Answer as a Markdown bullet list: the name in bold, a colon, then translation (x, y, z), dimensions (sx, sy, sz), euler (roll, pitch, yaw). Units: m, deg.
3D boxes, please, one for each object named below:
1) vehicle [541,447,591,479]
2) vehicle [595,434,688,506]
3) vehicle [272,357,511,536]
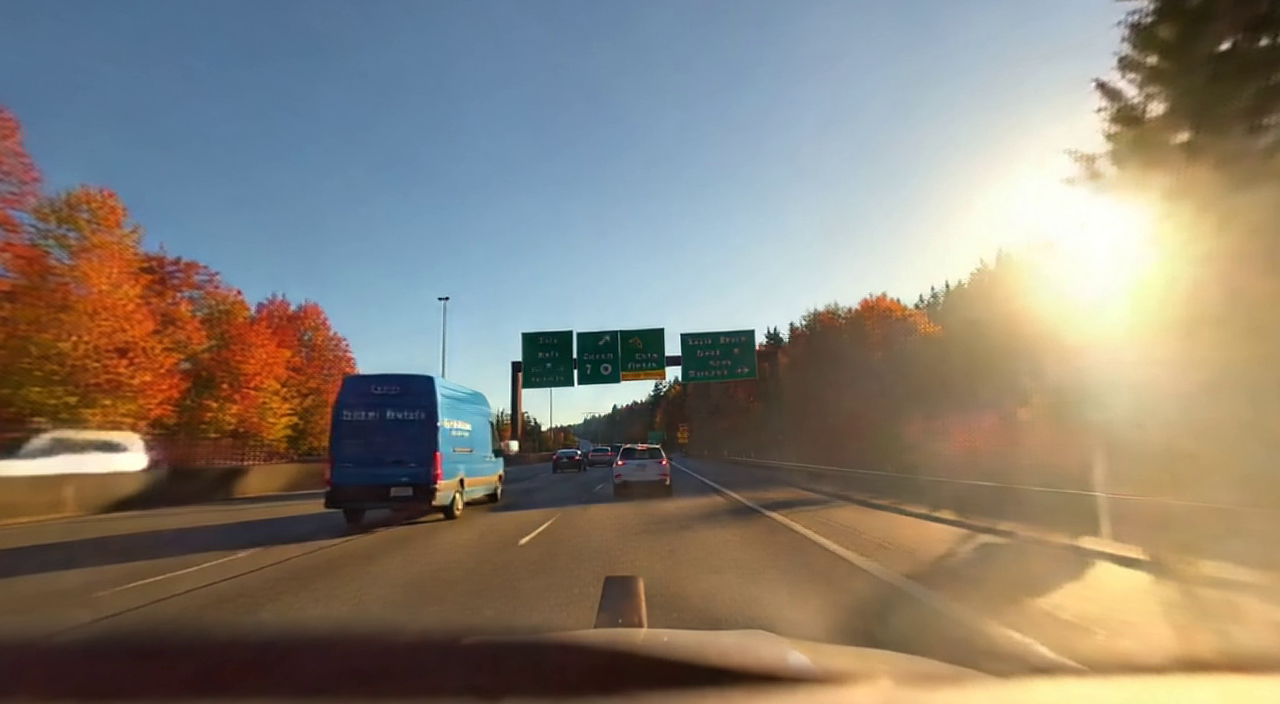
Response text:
- **vehicle**: translation (-3.700, 5.608, 32.043), dimensions (2.015, 1.496, 4.312), euler (0, -9, 1)
- **vehicle**: translation (0.050, 3.092, 16.841), dimensions (2.195, 1.679, 4.070), euler (0, -9, 1)
- **vehicle**: translation (-4.337, 1.853, 12.408), dimensions (2.275, 2.692, 5.810), euler (0, -9, 0)
